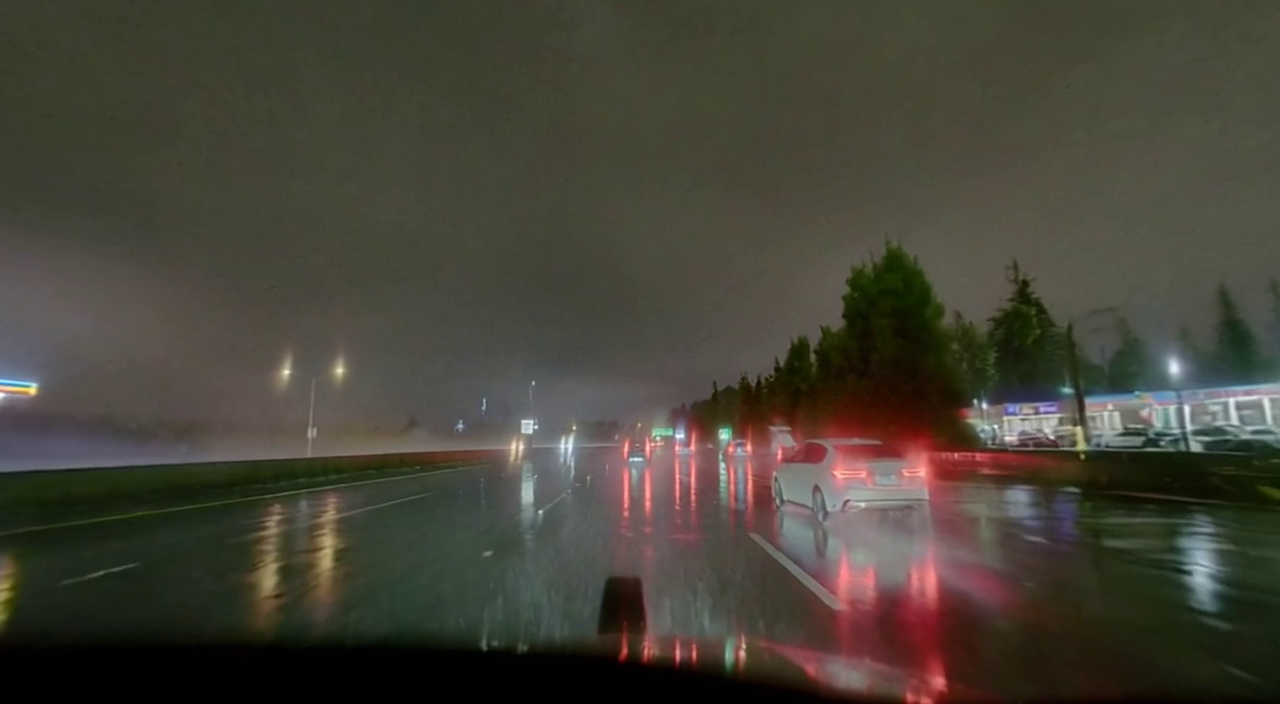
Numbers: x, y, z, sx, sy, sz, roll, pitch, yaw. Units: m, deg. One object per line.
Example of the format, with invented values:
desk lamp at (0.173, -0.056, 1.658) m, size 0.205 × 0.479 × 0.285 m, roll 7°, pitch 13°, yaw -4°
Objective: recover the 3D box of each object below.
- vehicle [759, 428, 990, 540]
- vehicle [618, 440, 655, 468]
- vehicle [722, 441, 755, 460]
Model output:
vehicle at (3.628, 2.136, 10.942) m, size 2.172 × 1.490 × 4.668 m, roll 0°, pitch -8°, yaw 0°
vehicle at (-0.209, 5.811, 36.175) m, size 1.999 × 1.473 × 4.351 m, roll 0°, pitch -8°, yaw 0°
vehicle at (7.735, 7.754, 49.821) m, size 1.867 × 1.463 × 4.295 m, roll 0°, pitch -8°, yaw -1°
